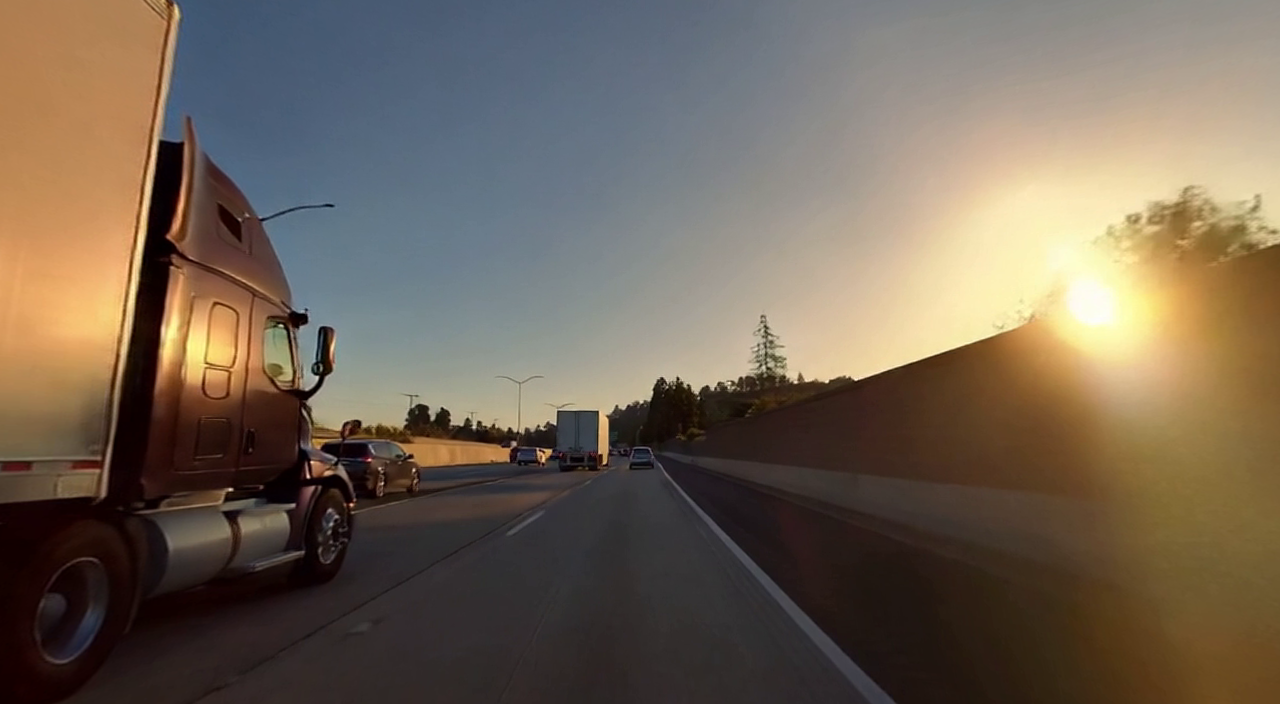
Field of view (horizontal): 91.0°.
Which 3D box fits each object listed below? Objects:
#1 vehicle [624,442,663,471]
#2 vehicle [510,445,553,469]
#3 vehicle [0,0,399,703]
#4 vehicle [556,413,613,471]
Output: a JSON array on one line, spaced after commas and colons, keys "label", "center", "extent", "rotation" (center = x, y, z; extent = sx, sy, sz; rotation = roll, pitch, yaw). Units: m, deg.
[{"label": "vehicle", "center": [0.222, 6.200, 37.528], "extent": [2.178, 1.640, 4.071], "rotation": [0, -9, 1]}, {"label": "vehicle", "center": [-7.091, 6.922, 41.495], "extent": [1.962, 1.489, 4.002], "rotation": [0, -9, 2]}, {"label": "vehicle", "center": [-3.631, -0.074, 0.510], "extent": [3.025, 3.266, 9.256], "rotation": [0, -9, 1]}, {"label": "vehicle", "center": [-3.424, 5.939, 41.198], "extent": [2.956, 3.331, 9.575], "rotation": [0, -9, -1]}]
